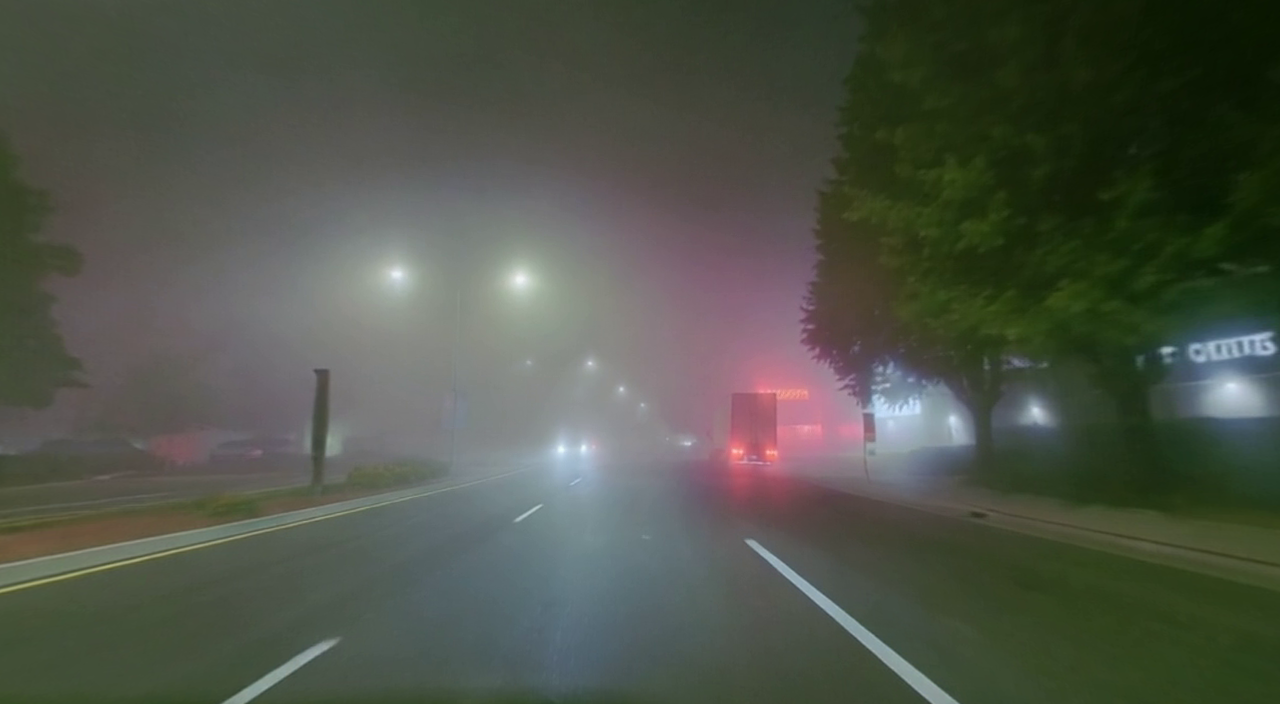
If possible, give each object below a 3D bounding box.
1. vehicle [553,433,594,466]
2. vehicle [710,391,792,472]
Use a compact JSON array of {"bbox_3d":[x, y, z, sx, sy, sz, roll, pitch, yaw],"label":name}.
[{"bbox_3d":[-4.429,6.627,42.866,2.270,2.068,5.865,0,-8,-1],"label":"vehicle"},{"bbox_3d":[6.164,4.712,36.800,2.981,4.106,8.794,0,-9,-1],"label":"vehicle"}]
